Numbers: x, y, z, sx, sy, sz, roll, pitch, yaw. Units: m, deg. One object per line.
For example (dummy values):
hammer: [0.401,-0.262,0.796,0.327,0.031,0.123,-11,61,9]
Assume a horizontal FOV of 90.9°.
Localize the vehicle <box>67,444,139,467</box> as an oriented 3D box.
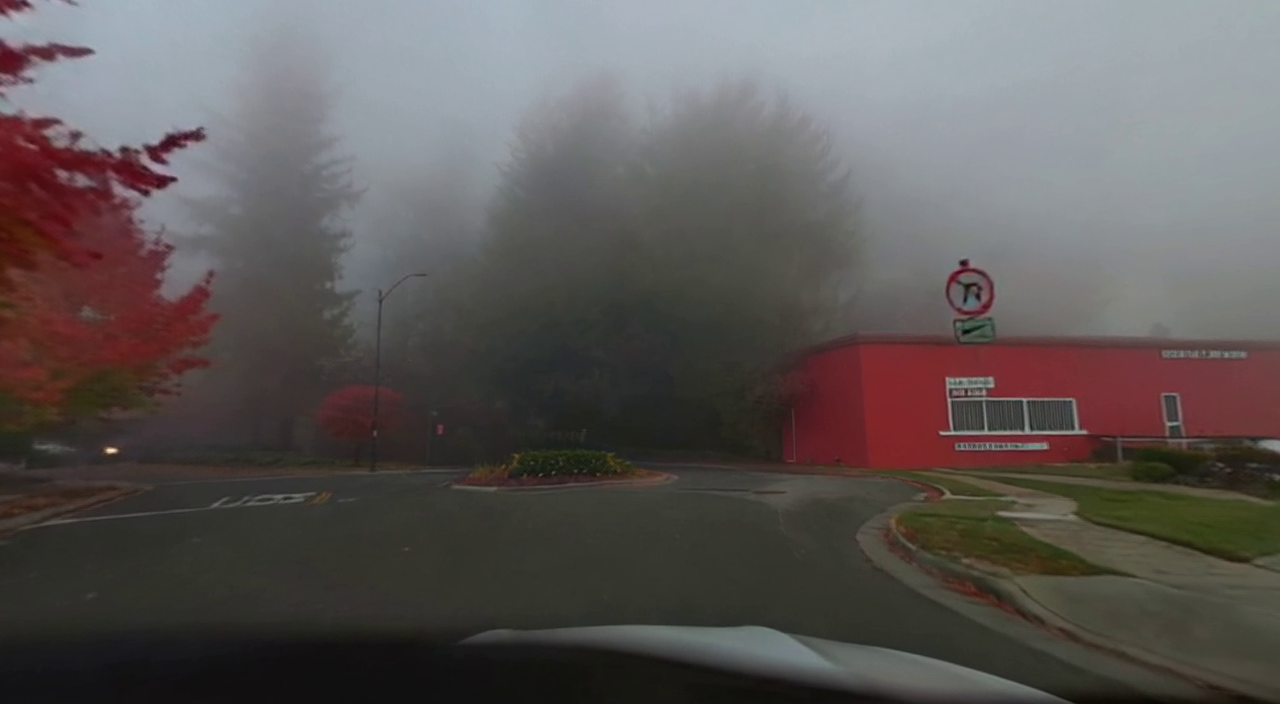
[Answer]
vehicle: [-36.093,6.950,42.461,3.362,1.404,1.588,-1,-8,-1]
